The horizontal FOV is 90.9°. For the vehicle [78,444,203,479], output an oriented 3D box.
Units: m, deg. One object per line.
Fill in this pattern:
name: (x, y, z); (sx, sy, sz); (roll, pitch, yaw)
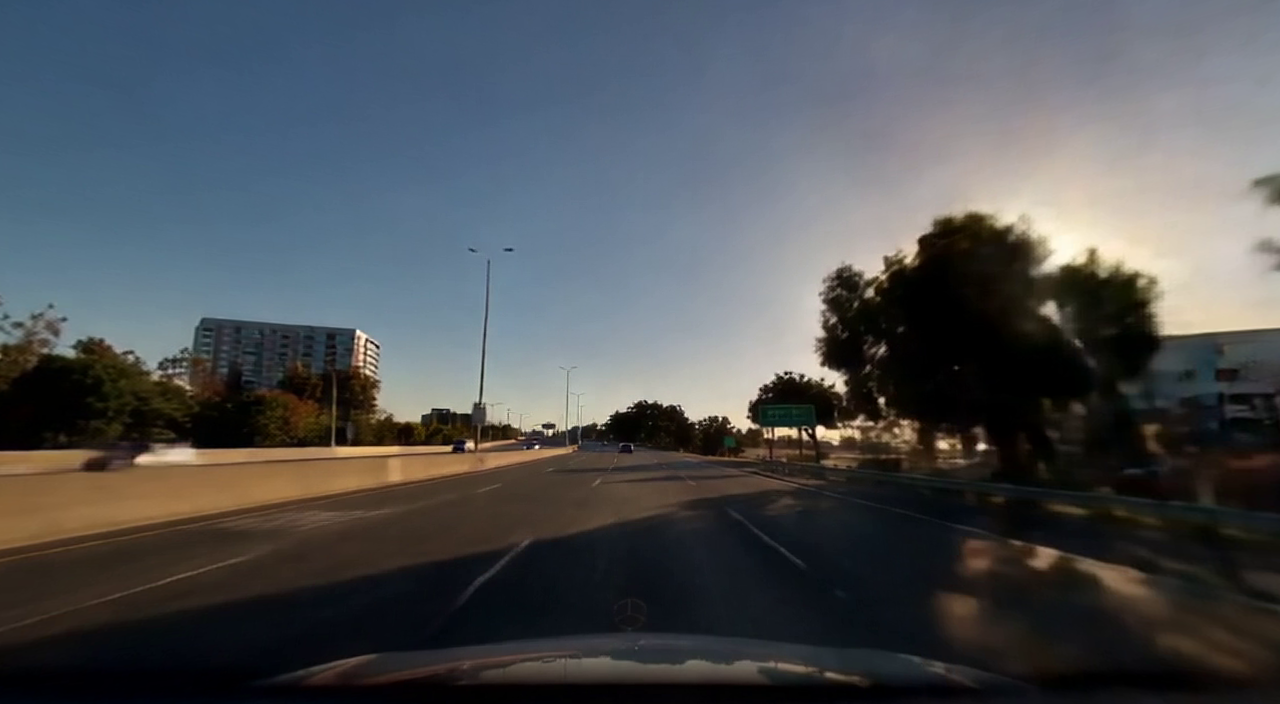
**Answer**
vehicle: (-22.501, 4.924, 28.681); (2.025, 1.460, 4.403); (0, -8, 0)

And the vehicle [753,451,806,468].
vehicle: (9.087, 7.047, 41.475); (2.635, 1.057, 4.249); (0, -9, 1)
